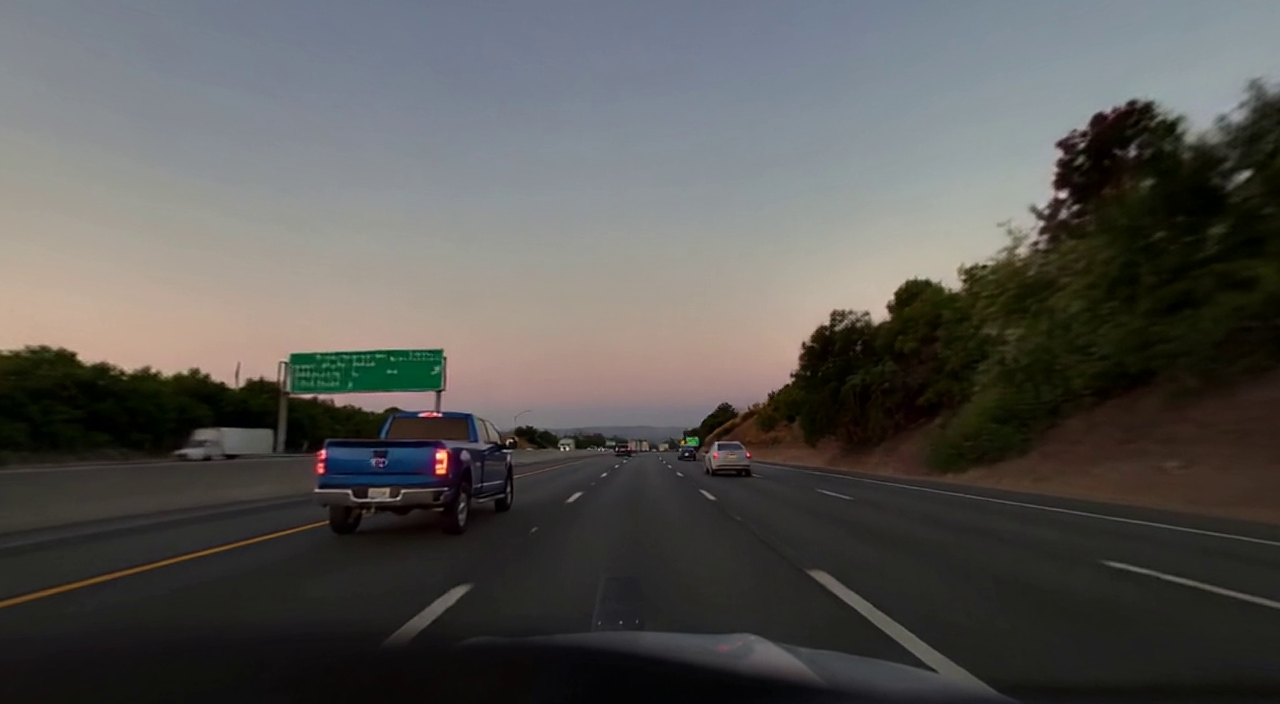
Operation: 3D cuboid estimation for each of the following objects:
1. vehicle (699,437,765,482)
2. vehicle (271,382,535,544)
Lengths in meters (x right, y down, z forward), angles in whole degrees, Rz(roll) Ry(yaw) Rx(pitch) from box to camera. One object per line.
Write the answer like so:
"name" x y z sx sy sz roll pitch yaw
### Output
"vehicle" 3.675 4.381 25.939 2.095 1.668 4.135 0 -9 0
"vehicle" -3.770 1.989 11.838 2.496 2.203 6.317 0 -9 0
